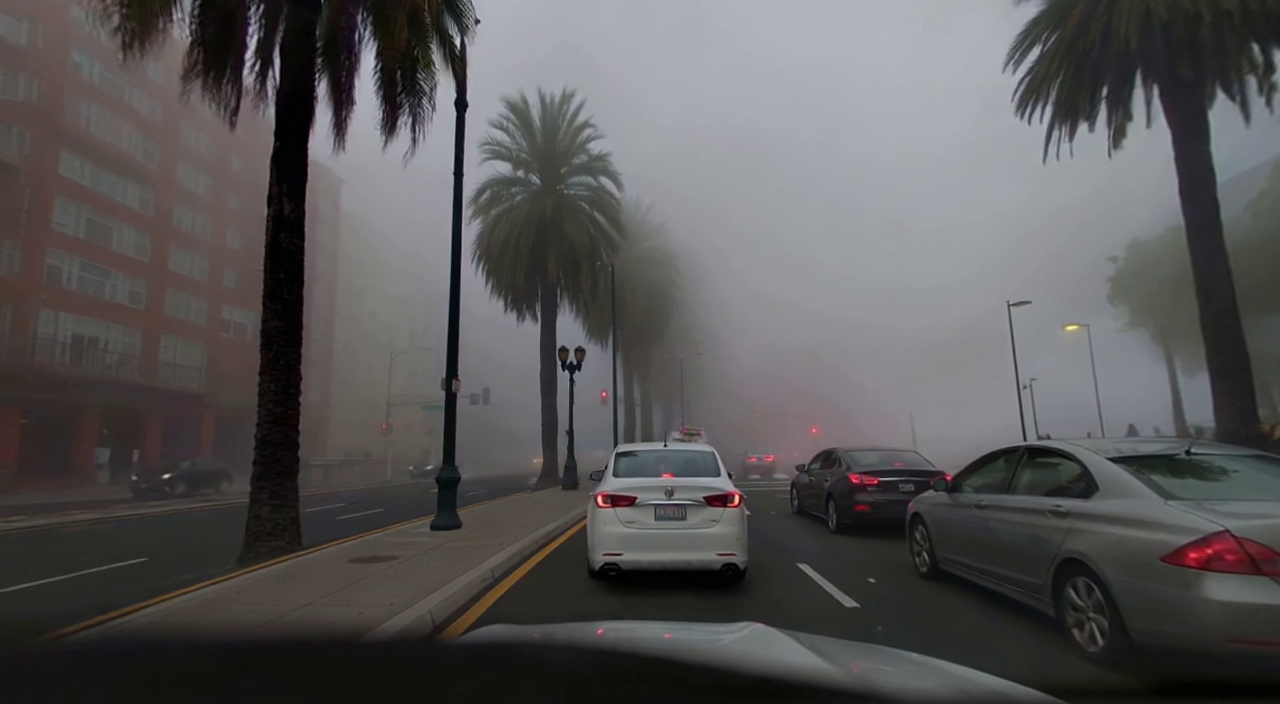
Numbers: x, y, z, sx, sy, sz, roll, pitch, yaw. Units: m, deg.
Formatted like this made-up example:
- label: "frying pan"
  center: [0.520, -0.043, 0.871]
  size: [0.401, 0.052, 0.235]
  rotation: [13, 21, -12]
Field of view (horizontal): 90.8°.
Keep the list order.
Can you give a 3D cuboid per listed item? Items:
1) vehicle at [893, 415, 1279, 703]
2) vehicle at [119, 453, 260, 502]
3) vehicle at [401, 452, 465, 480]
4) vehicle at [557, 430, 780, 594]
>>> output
- label: "vehicle"
  center: [3.642, 1.303, 4.598]
  size: [1.913, 1.469, 4.425]
  rotation: [-1, -9, 2]
- label: "vehicle"
  center: [-16.286, 4.524, 23.121]
  size: [1.801, 1.563, 4.015]
  rotation: [-2, -9, 8]
- label: "vehicle"
  center: [-13.437, 7.396, 41.286]
  size: [2.078, 1.662, 4.436]
  rotation: [-2, -9, 9]
- label: "vehicle"
  center: [0.314, 1.784, 7.821]
  size: [2.078, 1.503, 3.681]
  rotation: [-1, -9, 2]
